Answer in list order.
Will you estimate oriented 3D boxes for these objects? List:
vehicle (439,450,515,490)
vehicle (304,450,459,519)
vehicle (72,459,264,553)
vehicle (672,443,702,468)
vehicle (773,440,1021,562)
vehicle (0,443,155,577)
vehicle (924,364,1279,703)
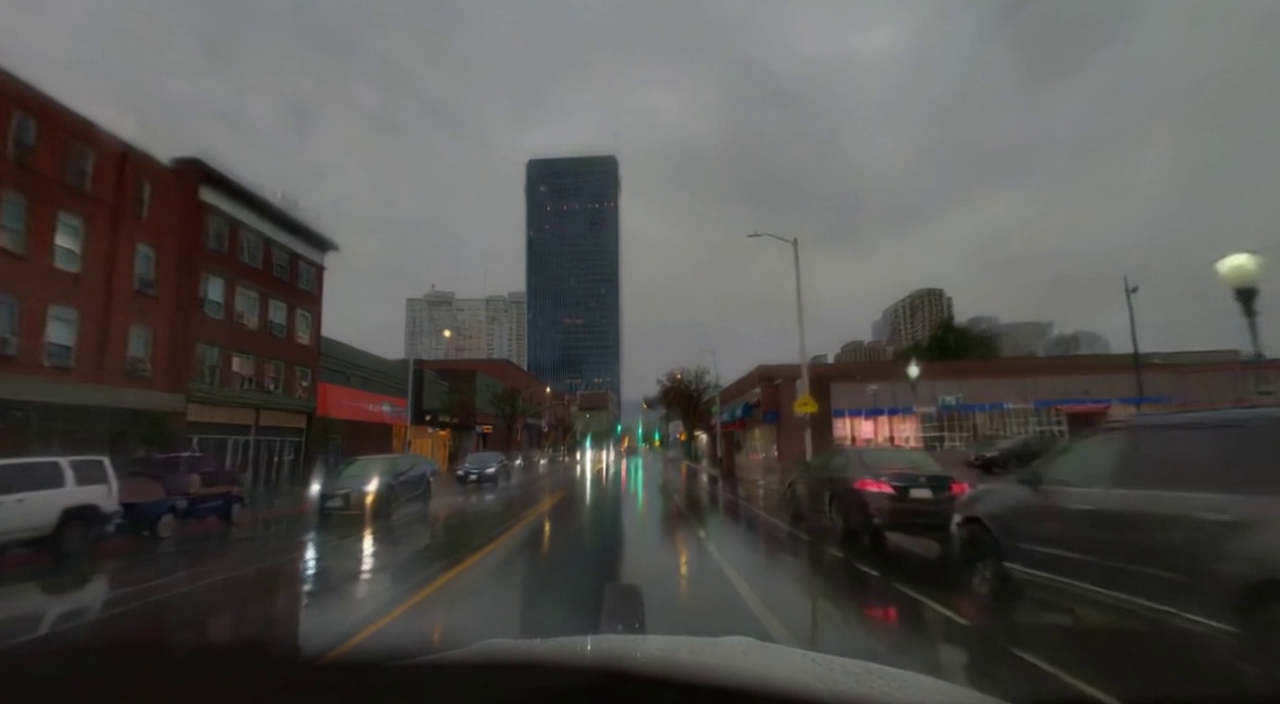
[{"bbox_3d":[-6.632,4.833,26.240,1.962,1.475,4.580,0,-8,0],"label":"vehicle"},{"bbox_3d":[-6.432,3.315,16.458,1.993,1.484,4.812,0,-8,0],"label":"vehicle"},{"bbox_3d":[-11.122,3.580,15.265,1.812,1.538,3.761,-3,-5,0],"label":"vehicle"},{"bbox_3d":[3.531,7.904,48.531,2.118,1.779,5.121,-1,-8,2],"label":"vehicle"},{"bbox_3d":[3.687,2.192,10.238,1.937,1.481,4.760,0,-8,-1],"label":"vehicle"},{"bbox_3d":[-11.166,2.629,10.371,2.188,1.951,5.650,-2,-6,-3],"label":"vehicle"},{"bbox_3d":[3.832,1.075,3.816,1.881,1.751,4.859,0,-8,-1],"label":"vehicle"}]
